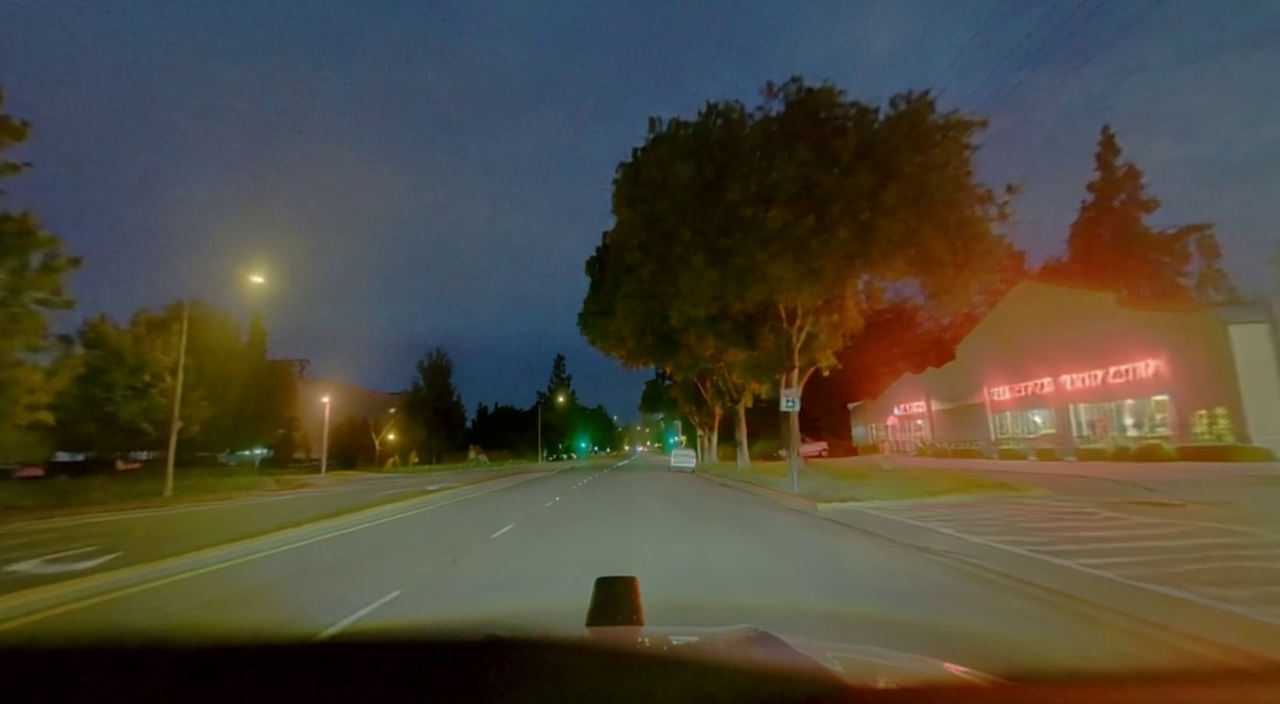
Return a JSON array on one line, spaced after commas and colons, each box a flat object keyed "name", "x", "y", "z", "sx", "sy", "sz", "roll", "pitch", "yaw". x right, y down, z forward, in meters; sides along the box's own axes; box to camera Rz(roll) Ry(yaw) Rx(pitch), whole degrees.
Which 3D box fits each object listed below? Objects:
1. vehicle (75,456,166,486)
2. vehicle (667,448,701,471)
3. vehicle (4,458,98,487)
[{"name": "vehicle", "x": -36.046, "y": 8.246, "z": 44.047, "sx": 2.007, "sy": 1.822, "sz": 4.919, "roll": 0, "pitch": -8, "yaw": 2}, {"name": "vehicle", "x": 3.108, "y": 7.763, "z": 45.919, "sx": 2.080, "sy": 1.503, "sz": 4.821, "roll": 0, "pitch": -8, "yaw": -1}, {"name": "vehicle", "x": -41.563, "y": 8.504, "z": 44.737, "sx": 2.105, "sy": 1.834, "sz": 4.518, "roll": 0, "pitch": -8, "yaw": 3}]
